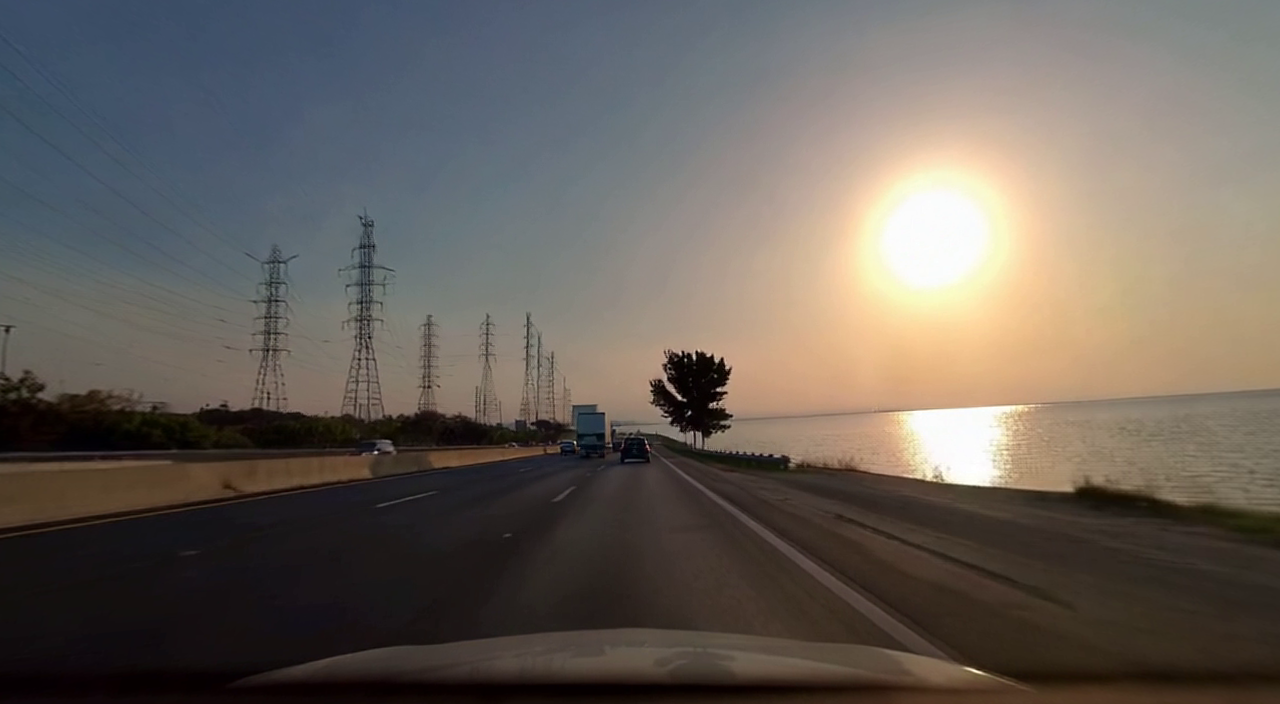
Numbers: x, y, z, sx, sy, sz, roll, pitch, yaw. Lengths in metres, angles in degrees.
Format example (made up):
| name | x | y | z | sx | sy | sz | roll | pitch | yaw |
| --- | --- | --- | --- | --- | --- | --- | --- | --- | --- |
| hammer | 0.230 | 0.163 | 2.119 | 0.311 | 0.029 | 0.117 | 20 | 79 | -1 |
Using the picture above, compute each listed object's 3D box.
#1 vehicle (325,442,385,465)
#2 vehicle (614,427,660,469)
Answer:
| name | x | y | z | sx | sy | sz | roll | pitch | yaw |
| --- | --- | --- | --- | --- | --- | --- | --- | --- | --- |
| vehicle | -19.488 | 6.971 | 43.402 | 1.991 | 1.480 | 4.777 | 0 | -8 | -1 |
| vehicle | -0.157 | 5.305 | 34.861 | 2.358 | 2.144 | 4.713 | 0 | -8 | 0 |
